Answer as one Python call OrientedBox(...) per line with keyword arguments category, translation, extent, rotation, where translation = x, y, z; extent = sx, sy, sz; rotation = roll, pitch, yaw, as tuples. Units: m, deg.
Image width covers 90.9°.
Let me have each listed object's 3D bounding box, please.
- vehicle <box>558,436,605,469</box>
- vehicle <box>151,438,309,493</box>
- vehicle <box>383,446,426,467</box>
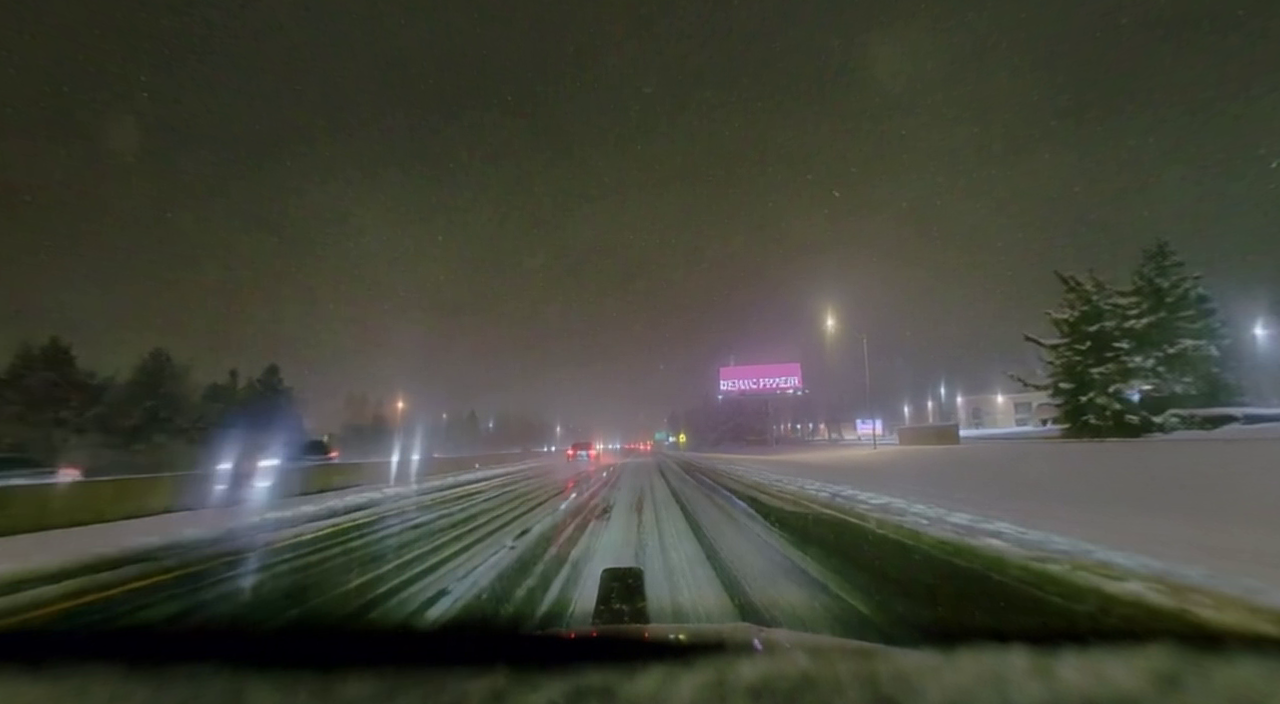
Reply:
OrientedBox(category="vehicle", translation=(-3.356, 5.876, 37.051), extent=(2.159, 1.793, 5.027), rotation=(-1, -8, 1))
OrientedBox(category="vehicle", translation=(-13.989, 3.878, 22.010), extent=(2.210, 1.666, 4.858), rotation=(-1, -8, 1))
OrientedBox(category="vehicle", translation=(-17.012, 7.539, 45.660), extent=(1.629, 1.476, 3.605), rotation=(-1, -8, 1))
